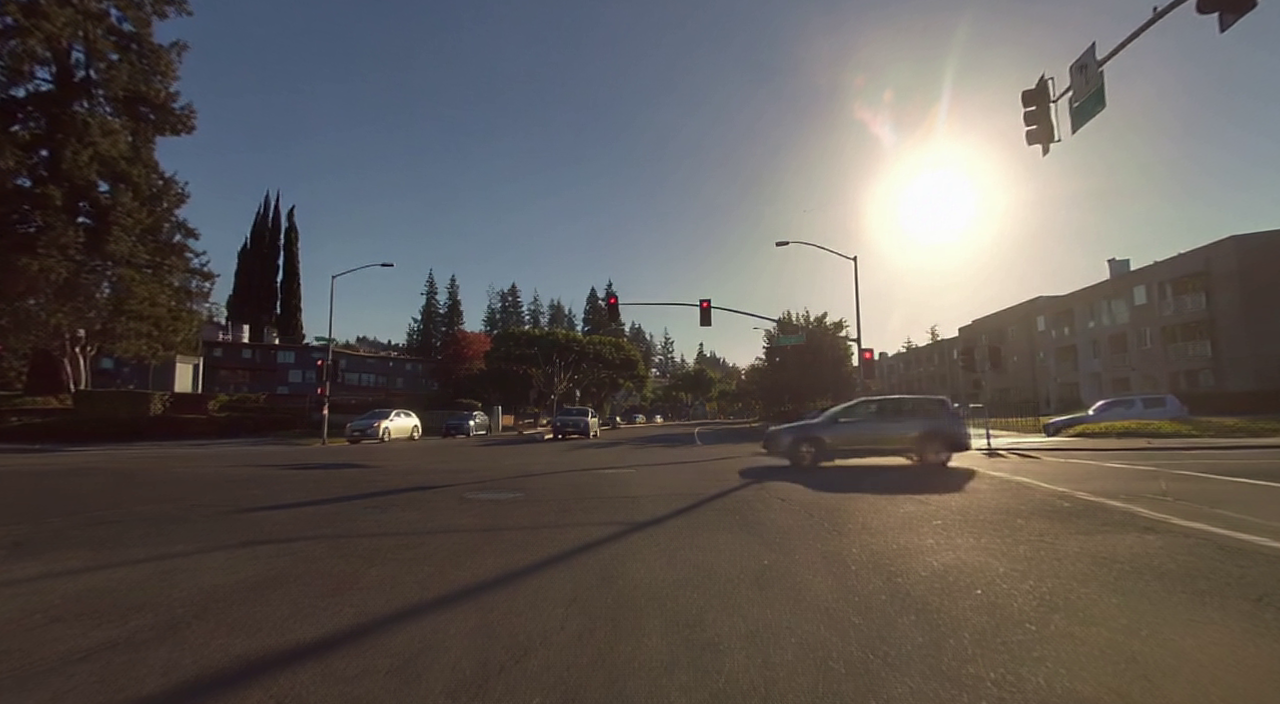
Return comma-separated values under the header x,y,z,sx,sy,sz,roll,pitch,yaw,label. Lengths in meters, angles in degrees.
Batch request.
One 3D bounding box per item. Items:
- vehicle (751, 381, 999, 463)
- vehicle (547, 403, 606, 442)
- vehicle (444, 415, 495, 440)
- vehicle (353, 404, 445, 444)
x,y,z,sx,sy,sz,roll,pitch,yaw,label
5.666,1.813,15.951,5.383,1.870,2.203,-1,-9,3,vehicle
-3.314,3.933,34.344,2.306,1.907,5.382,-1,-9,4,vehicle
-11.139,5.001,41.487,1.899,1.510,4.294,-1,-9,4,vehicle
-12.416,3.865,33.024,2.340,1.902,4.920,-1,-9,8,vehicle
